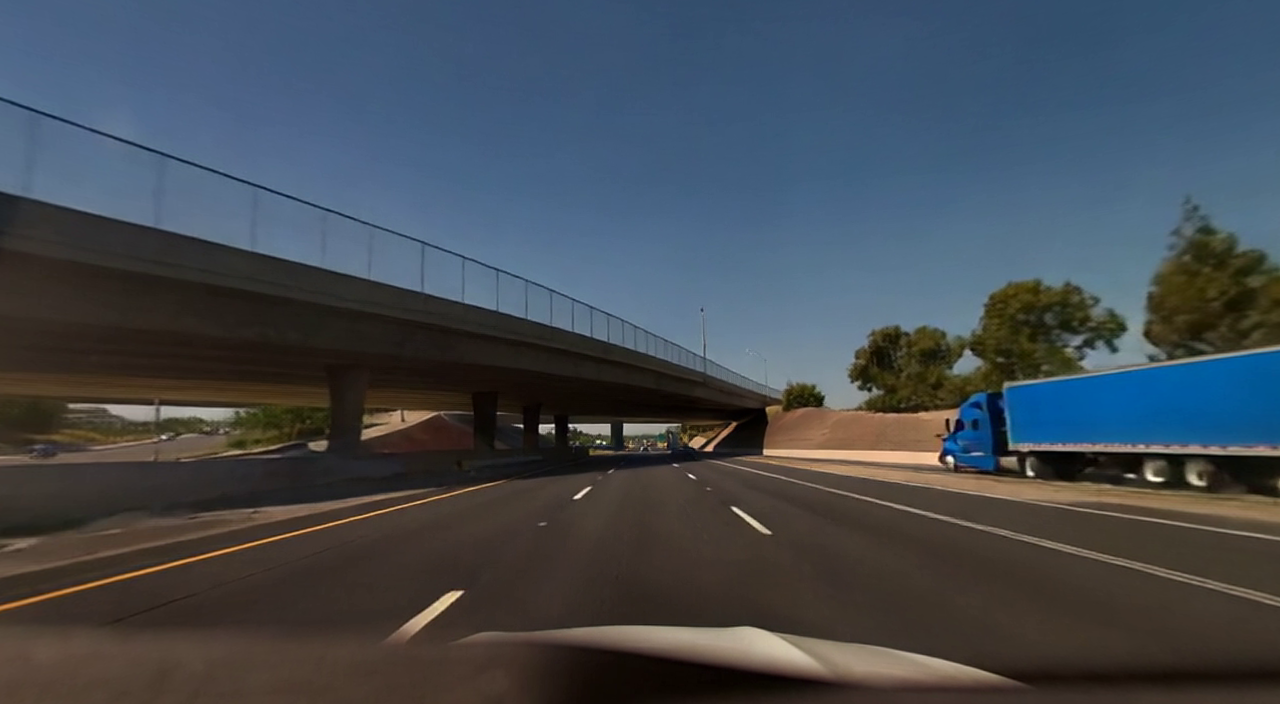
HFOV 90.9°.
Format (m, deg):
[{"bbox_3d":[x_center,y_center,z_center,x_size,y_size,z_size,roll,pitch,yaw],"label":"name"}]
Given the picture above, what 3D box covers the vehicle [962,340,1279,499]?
[{"bbox_3d":[18.315,2.740,23.176,3.395,4.178,16.548,0,-8,-4],"label":"vehicle"}]
